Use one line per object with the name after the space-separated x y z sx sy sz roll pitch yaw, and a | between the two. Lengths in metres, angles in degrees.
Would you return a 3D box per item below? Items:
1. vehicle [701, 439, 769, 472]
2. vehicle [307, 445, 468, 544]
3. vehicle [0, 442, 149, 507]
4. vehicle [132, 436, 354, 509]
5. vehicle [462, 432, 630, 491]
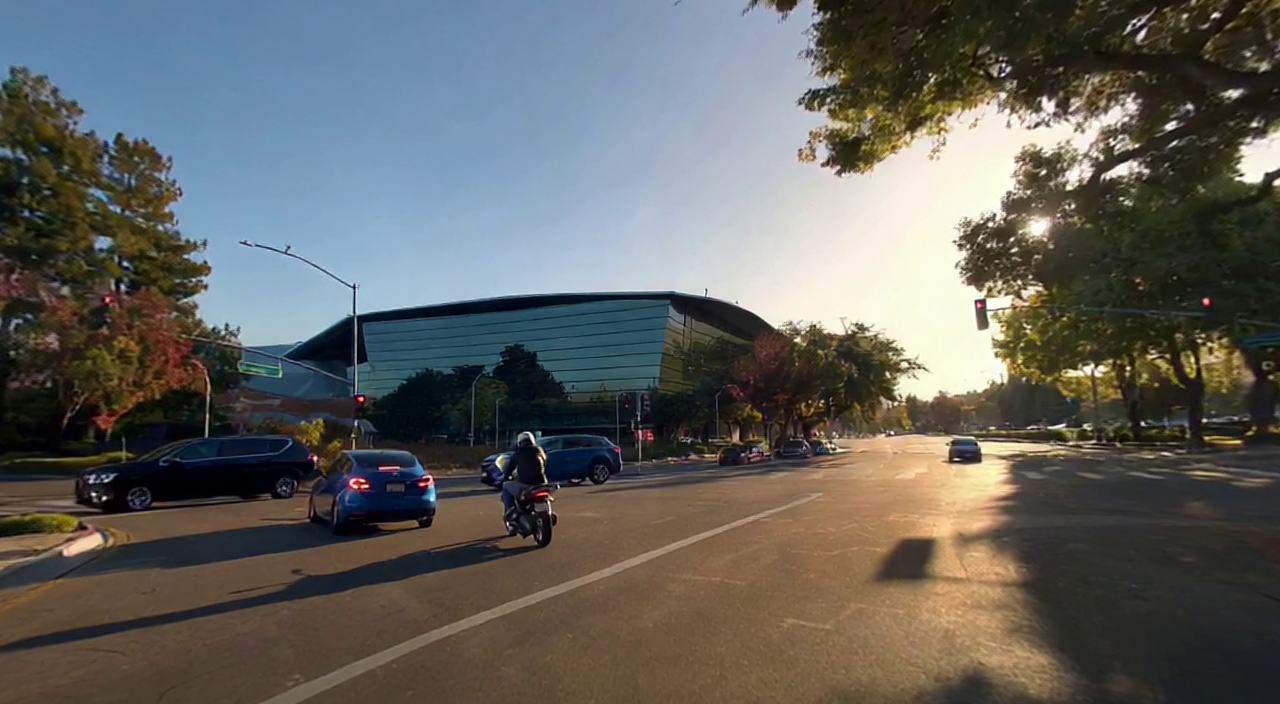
5.242 5.586 34.338 2.084 1.656 4.583 -5 -9 30 | vehicle
-4.890 2.494 11.844 2.009 1.450 4.182 5 -10 -32 | vehicle
-17.189 3.485 18.208 4.380 1.727 2.052 -1 -8 4 | vehicle
-10.518 3.199 17.046 4.583 1.755 1.936 0 -8 -5 | vehicle
-3.477 4.048 23.895 5.833 1.960 2.341 5 -10 -32 | vehicle
